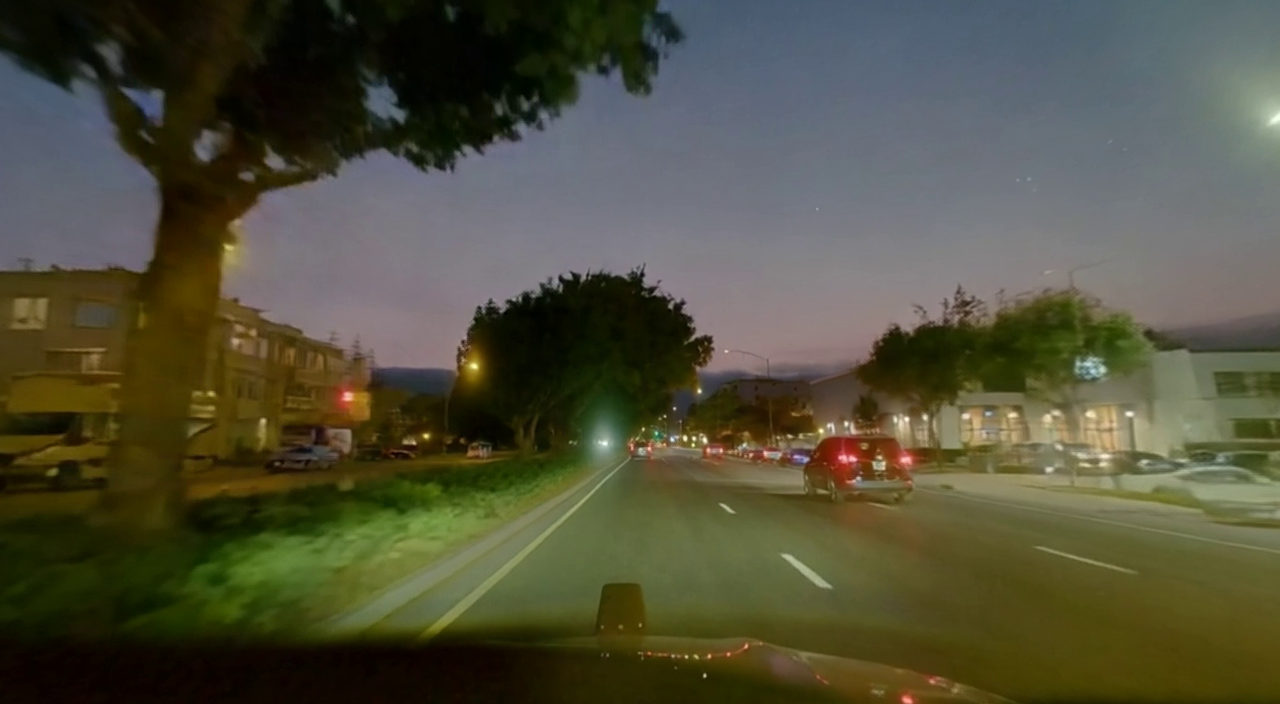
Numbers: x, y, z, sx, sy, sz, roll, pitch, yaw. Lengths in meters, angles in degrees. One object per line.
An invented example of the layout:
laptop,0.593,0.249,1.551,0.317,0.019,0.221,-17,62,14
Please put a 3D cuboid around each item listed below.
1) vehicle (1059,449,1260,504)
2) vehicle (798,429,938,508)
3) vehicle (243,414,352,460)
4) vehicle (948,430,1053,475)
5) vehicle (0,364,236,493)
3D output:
vehicle,17.185,4.065,21.095,1.924,1.561,4.849,8,-11,-42
vehicle,5.340,2.762,15.392,2.072,1.669,3.836,0,-8,2
vehicle,-25.805,6.439,47.797,6.540,3.375,2.751,0,-8,0
vehicle,17.275,4.775,30.116,5.554,1.937,2.486,7,-11,-40
vehicle,-18.826,2.812,22.567,3.086,3.767,8.298,0,-8,0
